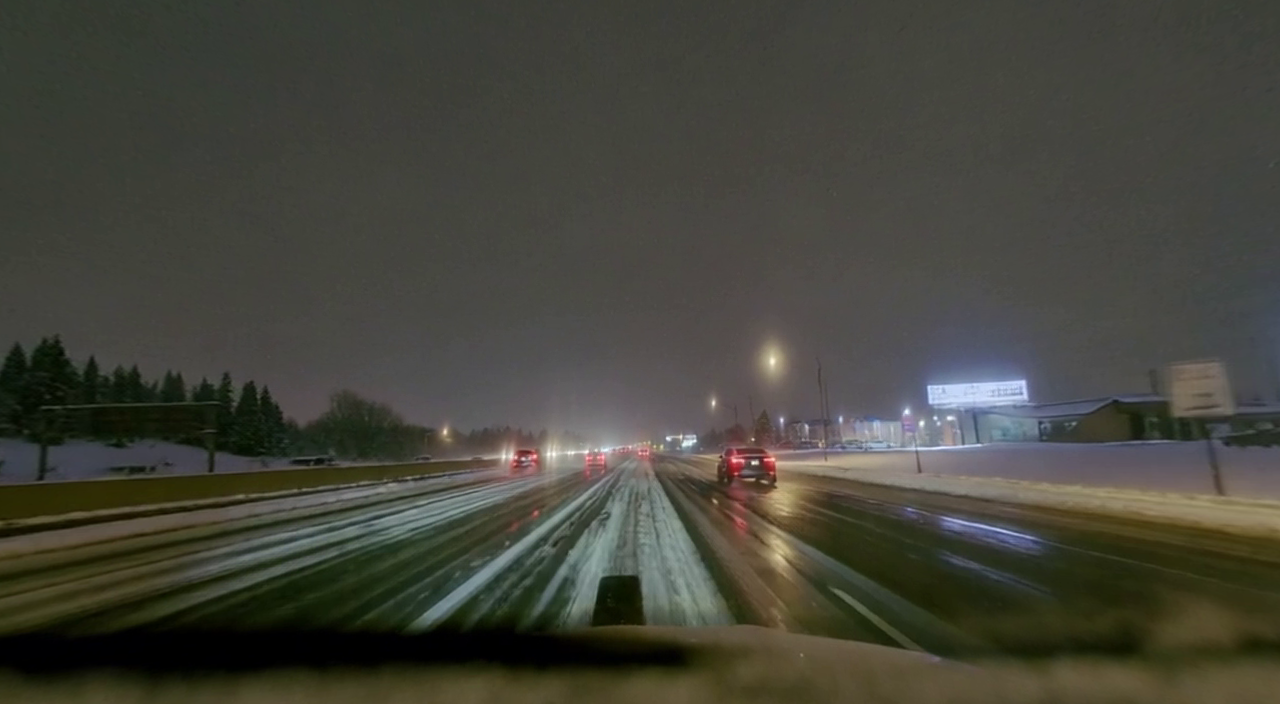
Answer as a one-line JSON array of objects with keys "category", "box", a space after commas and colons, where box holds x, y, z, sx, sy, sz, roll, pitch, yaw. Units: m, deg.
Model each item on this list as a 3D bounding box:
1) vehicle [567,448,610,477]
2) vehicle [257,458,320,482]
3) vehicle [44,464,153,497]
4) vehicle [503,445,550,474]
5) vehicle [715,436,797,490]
[{"category": "vehicle", "box": [-2.931, 6.415, 36.810, 2.139, 1.510, 4.506, 0, -9, 1]}, {"category": "vehicle", "box": [-27.446, 9.188, 49.375, 1.996, 1.683, 5.125, 0, -9, -1]}, {"category": "vehicle", "box": [-31.736, 7.530, 37.162, 1.905, 1.634, 5.113, 0, -9, 0]}, {"category": "vehicle", "box": [-7.446, 7.115, 41.807, 2.112, 1.813, 4.716, -1, -9, 1]}, {"category": "vehicle", "box": [4.151, 4.070, 23.425, 2.109, 1.764, 4.704, 0, -9, 0]}]
